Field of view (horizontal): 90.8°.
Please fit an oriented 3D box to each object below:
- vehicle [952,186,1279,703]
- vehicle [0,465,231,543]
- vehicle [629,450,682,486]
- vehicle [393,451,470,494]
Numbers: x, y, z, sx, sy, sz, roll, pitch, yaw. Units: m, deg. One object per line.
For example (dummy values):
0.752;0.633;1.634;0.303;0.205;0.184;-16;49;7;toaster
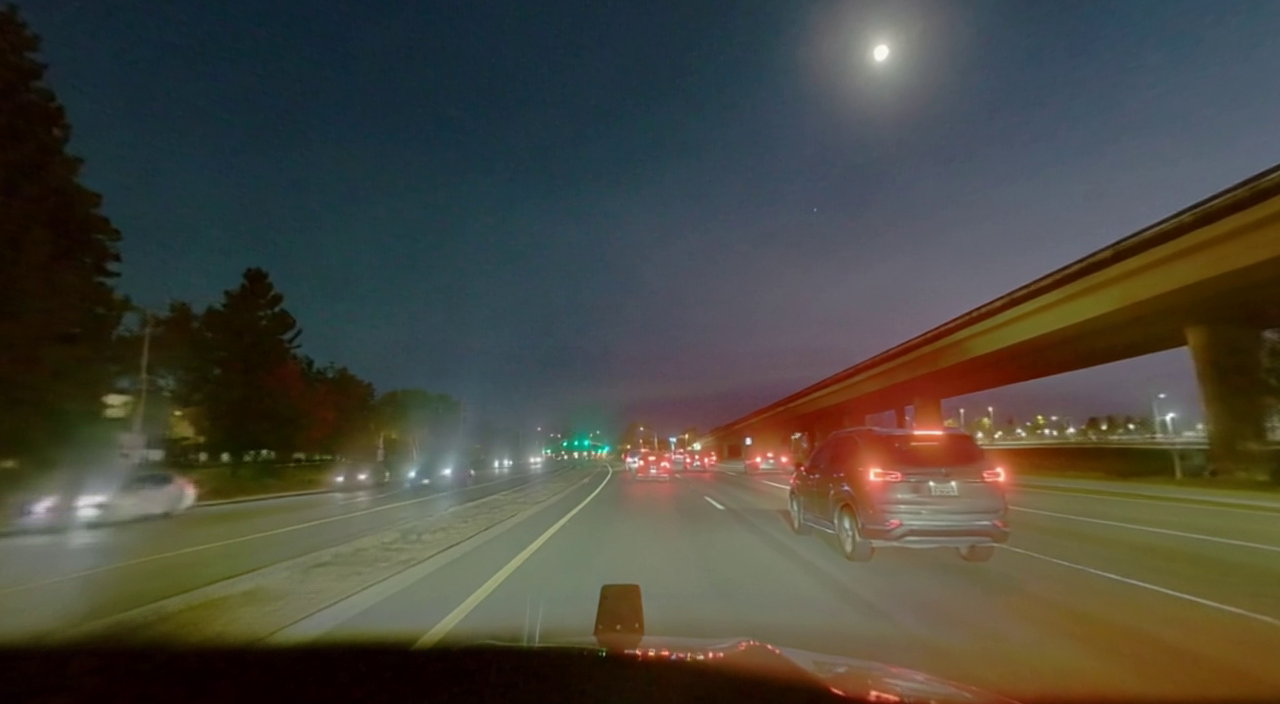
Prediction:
3.558;0.552;2.010;2.588;2.321;4.927;0;-9;1;vehicle
-12.196;3.509;15.177;1.798;1.434;4.356;-1;-9;0;vehicle
0.620;4.799;26.364;2.027;1.341;3.775;0;-9;1;vehicle
-8.722;5.036;26.766;1.897;1.663;3.838;0;-9;0;vehicle
